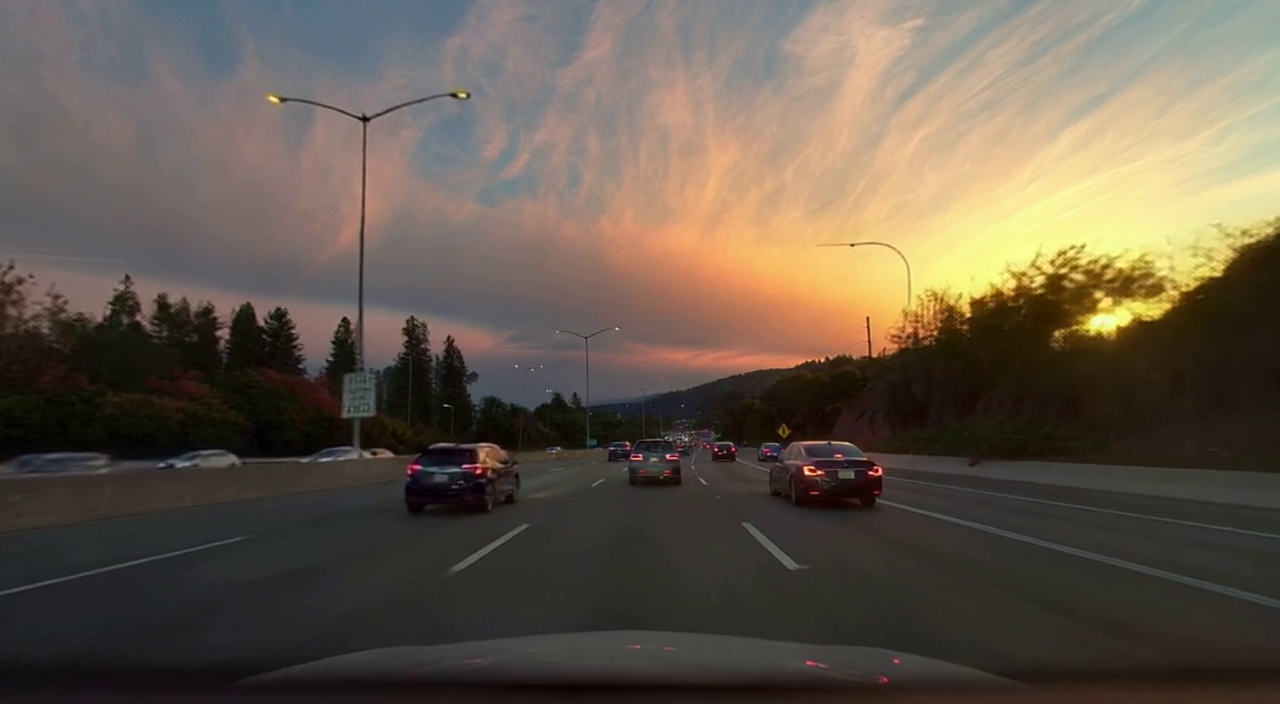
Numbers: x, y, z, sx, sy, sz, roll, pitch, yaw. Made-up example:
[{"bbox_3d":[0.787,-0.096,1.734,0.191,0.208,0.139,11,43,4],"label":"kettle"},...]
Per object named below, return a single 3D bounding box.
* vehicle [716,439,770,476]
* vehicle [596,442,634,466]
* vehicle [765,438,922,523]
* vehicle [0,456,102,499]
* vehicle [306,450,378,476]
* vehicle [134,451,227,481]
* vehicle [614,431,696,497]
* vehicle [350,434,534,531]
[{"bbox_3d":[5.111,5.291,31.875,2.063,1.710,4.591,0,-9,2],"label":"vehicle"},{"bbox_3d":[-1.745,7.333,45.520,2.128,1.627,4.697,0,-9,5],"label":"vehicle"},{"bbox_3d":[4.157,2.690,13.753,1.999,1.514,4.338,0,-9,0],"label":"vehicle"},{"bbox_3d":[-24.774,5.008,25.397,1.831,1.519,4.633,0,-9,3],"label":"vehicle"},{"bbox_3d":[-19.592,7.327,41.701,2.204,1.585,4.665,0,-9,4],"label":"vehicle"},{"bbox_3d":[-27.407,6.807,37.782,1.866,1.614,4.594,0,-9,3],"label":"vehicle"},{"bbox_3d":[0.450,3.301,18.881,2.181,1.728,3.970,0,-9,1],"label":"vehicle"},{"bbox_3d":[-3.492,2.381,12.078,2.012,1.495,4.169,0,-9,2],"label":"vehicle"}]
